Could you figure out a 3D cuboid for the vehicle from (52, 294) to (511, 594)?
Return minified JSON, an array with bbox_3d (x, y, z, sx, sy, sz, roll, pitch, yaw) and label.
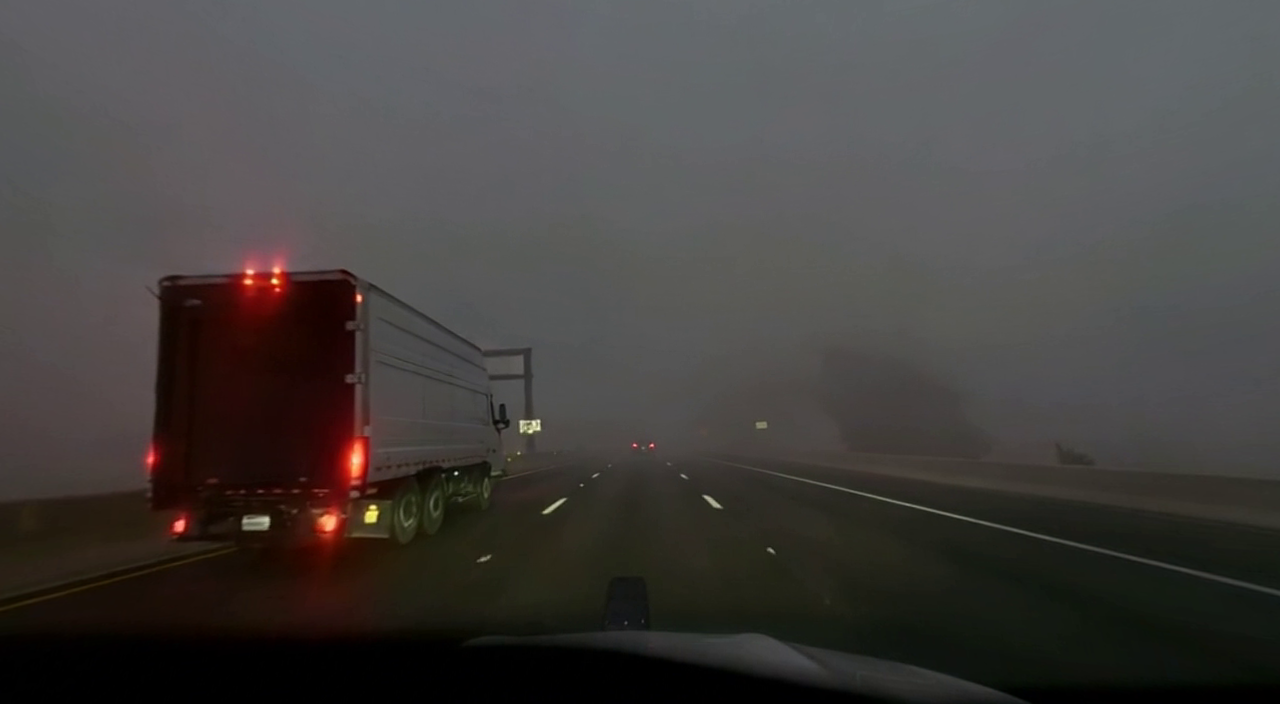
[{"bbox_3d":[-3.746,1.238,8.815,2.443,2.586,6.701,0,-8,0],"label":"vehicle"}]
